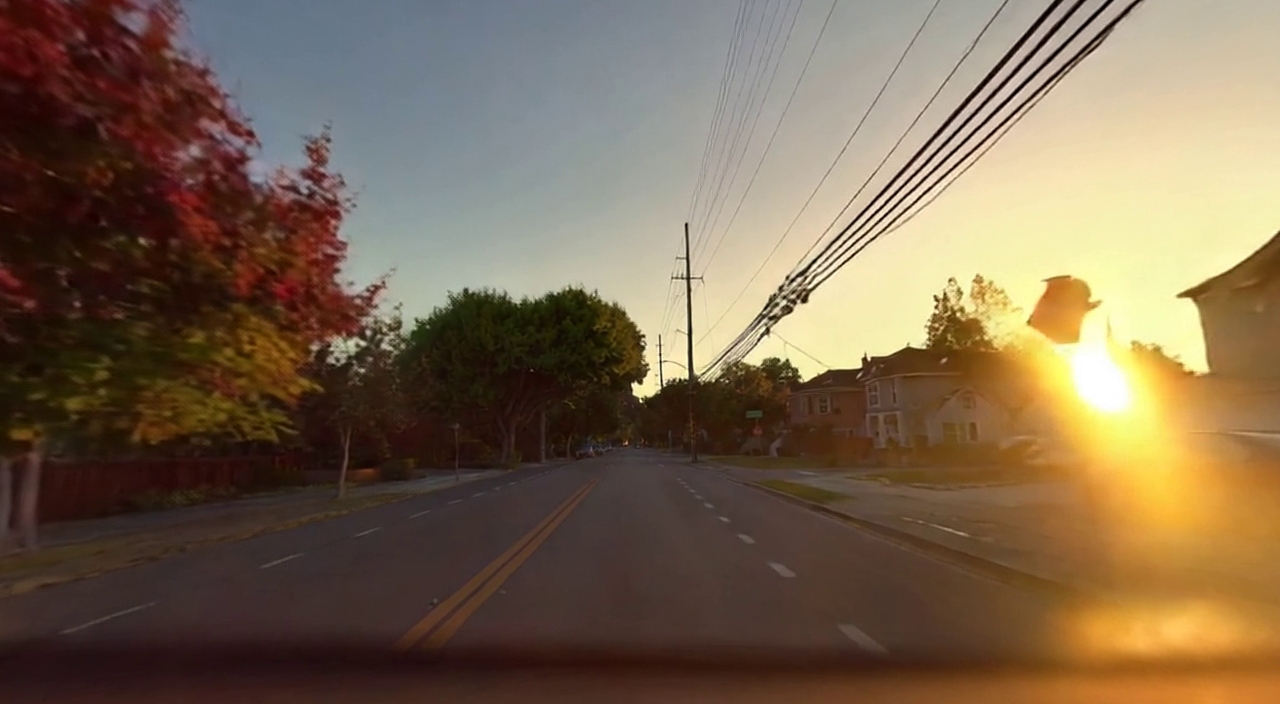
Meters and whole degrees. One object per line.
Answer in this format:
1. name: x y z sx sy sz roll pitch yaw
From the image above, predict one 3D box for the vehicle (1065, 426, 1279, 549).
1. vehicle: 8.716 1.882 9.218 1.811 1.491 4.407 0 -8 -2
